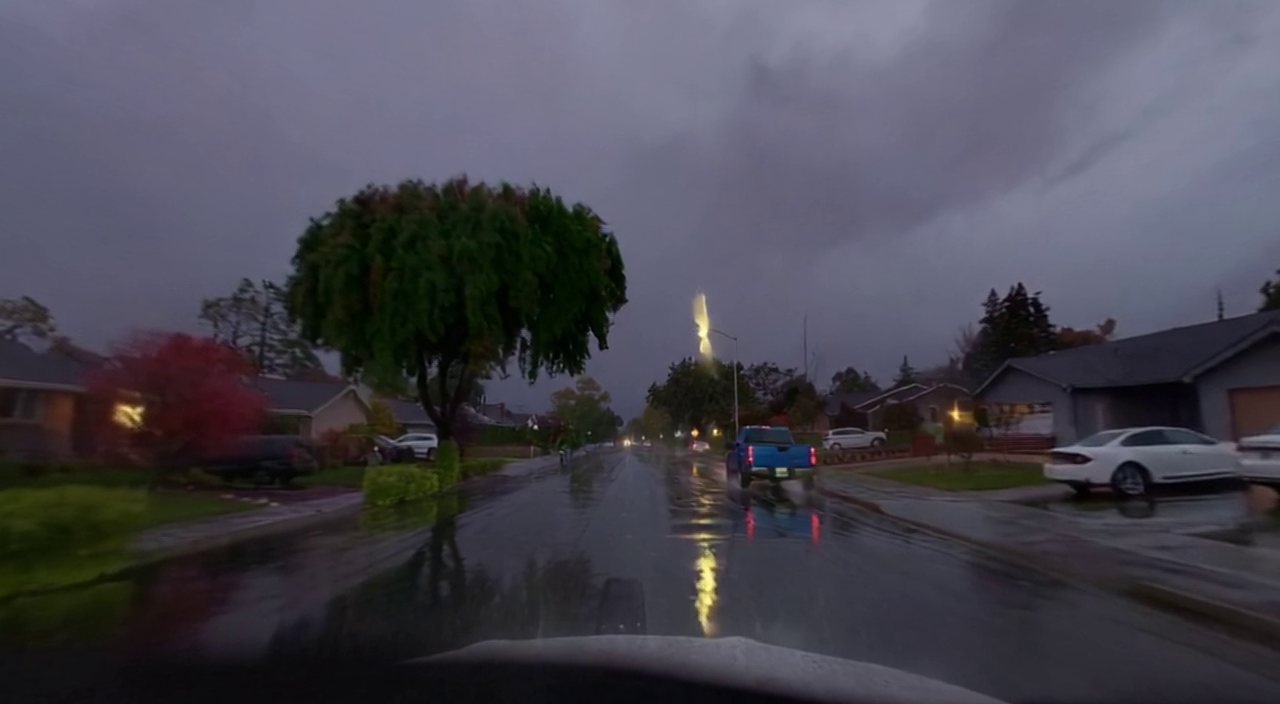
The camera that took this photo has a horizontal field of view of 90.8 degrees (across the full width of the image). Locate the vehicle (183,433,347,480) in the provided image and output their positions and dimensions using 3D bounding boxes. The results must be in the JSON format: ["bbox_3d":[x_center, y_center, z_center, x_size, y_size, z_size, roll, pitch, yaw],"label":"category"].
[{"bbox_3d":[-12.418,3.478,21.121,4.225,1.498,1.917,0,-8,2],"label":"vehicle"}]

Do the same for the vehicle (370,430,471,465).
[{"bbox_3d":[-12.015,5.267,34.803,4.807,1.846,2.024,-1,-9,4],"label":"vehicle"}]

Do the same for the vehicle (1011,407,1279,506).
[{"bbox_3d":[10.842,2.147,13.277,4.622,1.505,2.168,-6,-8,1],"label":"vehicle"}]

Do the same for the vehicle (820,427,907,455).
[{"bbox_3d":[13.276,5.331,37.731,4.486,1.579,1.880,-1,-9,4],"label":"vehicle"}]

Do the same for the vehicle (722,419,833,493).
[{"bbox_3d":[4.076,3.239,19.975,2.313,1.962,6.029,0,-8,2],"label":"vehicle"}]
